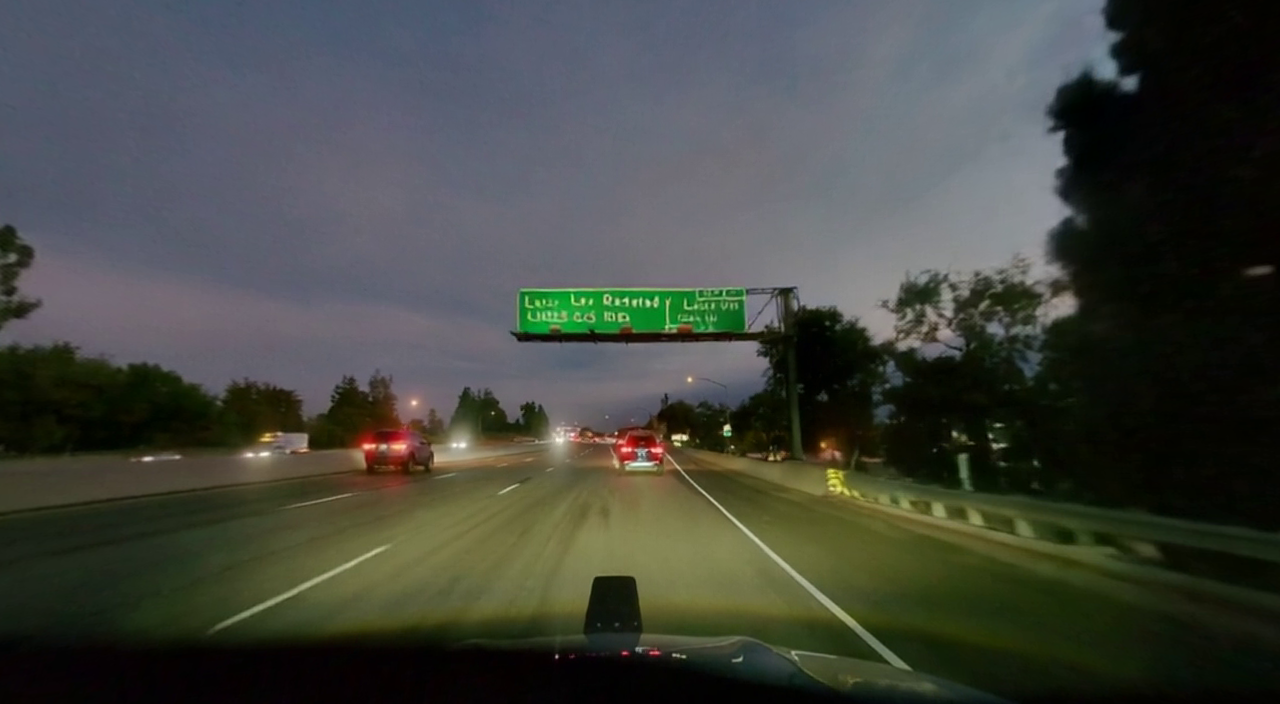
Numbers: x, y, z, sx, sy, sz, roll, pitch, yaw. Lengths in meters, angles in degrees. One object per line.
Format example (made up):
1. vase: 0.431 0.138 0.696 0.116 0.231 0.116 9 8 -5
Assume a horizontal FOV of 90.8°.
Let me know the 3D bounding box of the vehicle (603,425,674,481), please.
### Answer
1. vehicle: -0.060 3.974 25.011 2.497 1.957 5.432 0 -9 0

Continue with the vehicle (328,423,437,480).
1. vehicle: -9.829 3.866 24.708 2.289 1.955 5.147 1 -9 -3
